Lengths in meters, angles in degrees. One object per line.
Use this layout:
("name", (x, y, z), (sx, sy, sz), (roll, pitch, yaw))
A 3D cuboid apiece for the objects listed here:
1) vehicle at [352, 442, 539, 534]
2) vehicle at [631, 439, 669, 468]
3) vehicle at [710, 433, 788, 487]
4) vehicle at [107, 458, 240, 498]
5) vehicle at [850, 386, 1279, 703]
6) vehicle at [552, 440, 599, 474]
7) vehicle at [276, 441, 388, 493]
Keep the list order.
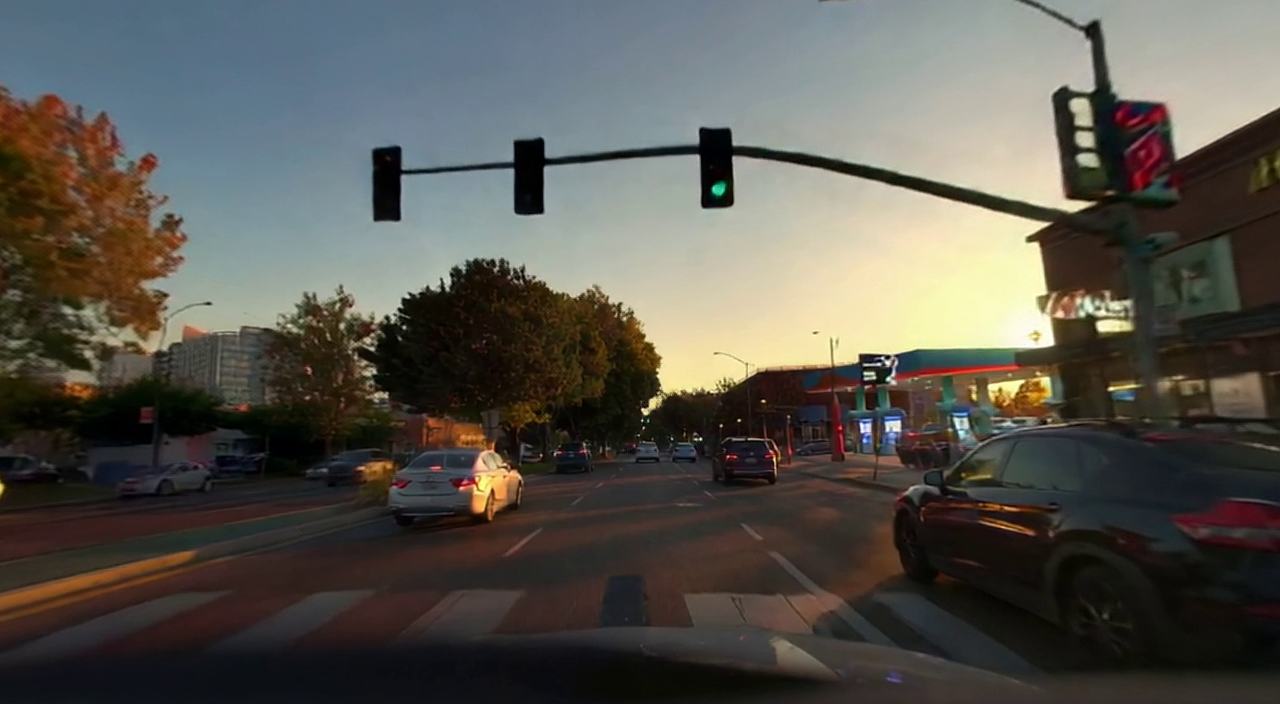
("vehicle", (-3.275, 2.372, 11.707), (2.013, 1.354, 4.393), (0, -8, 1))
("vehicle", (0.600, 6.229, 38.740), (2.192, 1.674, 4.124), (0, -8, 0))
("vehicle", (3.830, 3.879, 23.008), (1.980, 1.709, 4.813), (0, -8, 0))
("vehicle", (-20.518, 5.531, 28.057), (2.223, 1.461, 4.721), (0, -8, 2))
("vehicle", (3.152, 1.190, 4.304), (1.919, 1.502, 4.572), (0, -8, 1))
("vehicle", (-3.318, 5.480, 33.211), (1.988, 1.645, 3.995), (0, -8, 1))
("vehicle", (-11.716, 4.360, 24.398), (2.012, 1.781, 4.599), (0, -8, 0))
